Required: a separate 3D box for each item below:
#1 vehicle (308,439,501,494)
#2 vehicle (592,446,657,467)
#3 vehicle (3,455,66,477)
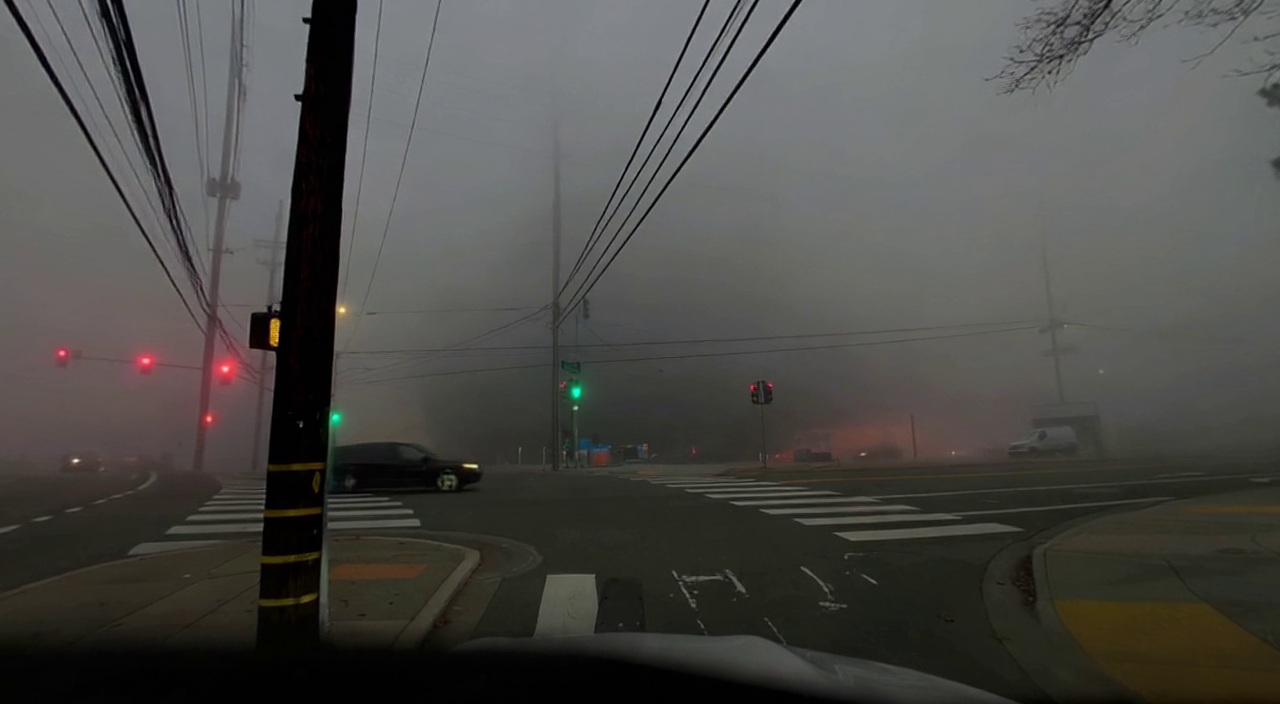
[{"bbox_3d":[-6.614,3.264,18.220,4.700,1.479,2.095,0,-8,0],"label":"vehicle"},{"bbox_3d":[-1.139,7.549,45.817,4.391,1.451,1.717,4,-9,-26],"label":"vehicle"},{"bbox_3d":[-46.368,8.680,48.474,2.058,1.487,4.660,4,-9,-26],"label":"vehicle"}]
